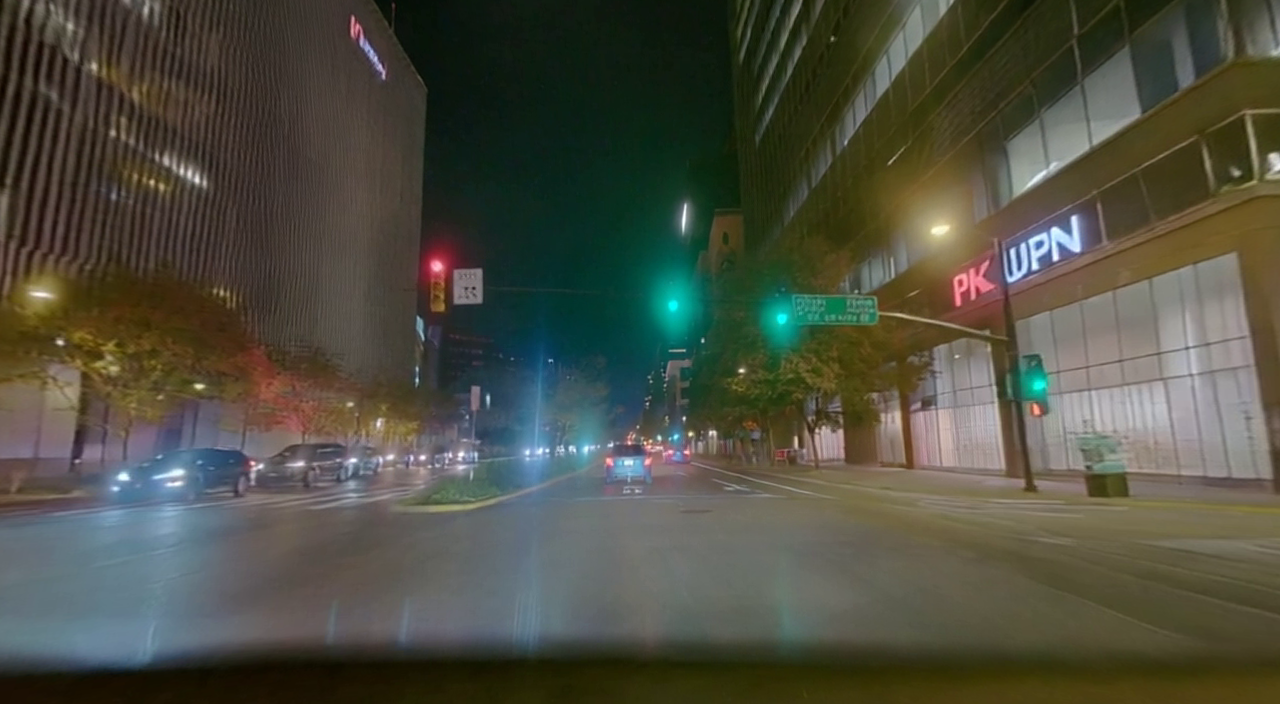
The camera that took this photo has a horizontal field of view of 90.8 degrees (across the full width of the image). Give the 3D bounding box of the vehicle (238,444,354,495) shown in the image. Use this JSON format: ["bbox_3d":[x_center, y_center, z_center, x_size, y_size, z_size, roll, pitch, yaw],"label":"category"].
[{"bbox_3d":[-12.395,4.218,23.145,2.000,1.507,4.286,-2,-7,-2],"label":"vehicle"}]

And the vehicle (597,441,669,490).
[{"bbox_3d":[-0.233,3.714,21.107,2.144,1.398,3.963,2,-7,-1],"label":"vehicle"}]

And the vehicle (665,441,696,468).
[{"bbox_3d":[3.059,7.824,48.458,2.078,1.799,4.089,1,-7,0],"label":"vehicle"}]

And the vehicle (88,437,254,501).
[{"bbox_3d":[-15.718,3.872,21.617,2.119,1.815,4.795,-3,-7,-1],"label":"vehicle"}]

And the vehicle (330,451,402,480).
[{"bbox_3d":[-16.463,6.795,38.289,2.017,1.315,5.374,-5,-7,-1],"label":"vehicle"}]
